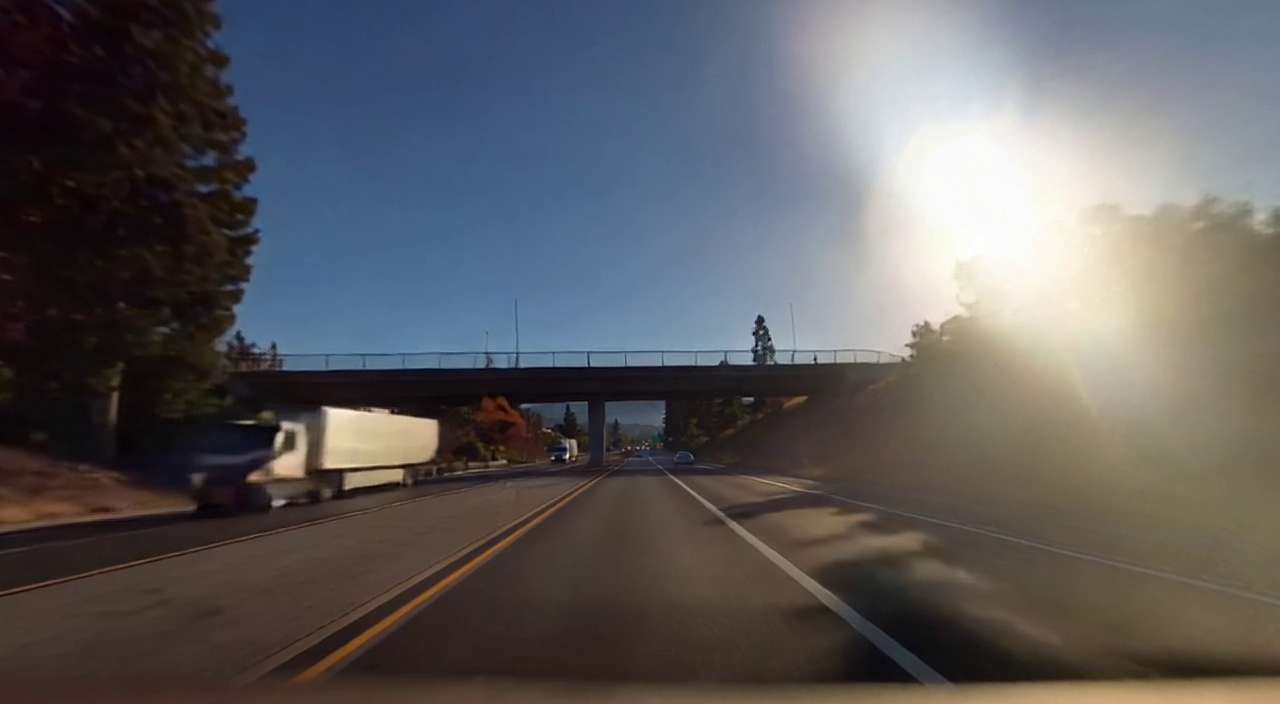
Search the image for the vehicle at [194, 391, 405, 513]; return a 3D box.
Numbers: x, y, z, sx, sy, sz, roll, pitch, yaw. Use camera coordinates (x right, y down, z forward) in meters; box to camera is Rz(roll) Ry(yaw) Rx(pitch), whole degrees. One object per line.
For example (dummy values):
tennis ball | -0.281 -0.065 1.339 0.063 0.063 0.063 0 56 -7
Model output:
vehicle | -13.121 4.064 25.892 2.990 4.009 9.971 0 -9 0
